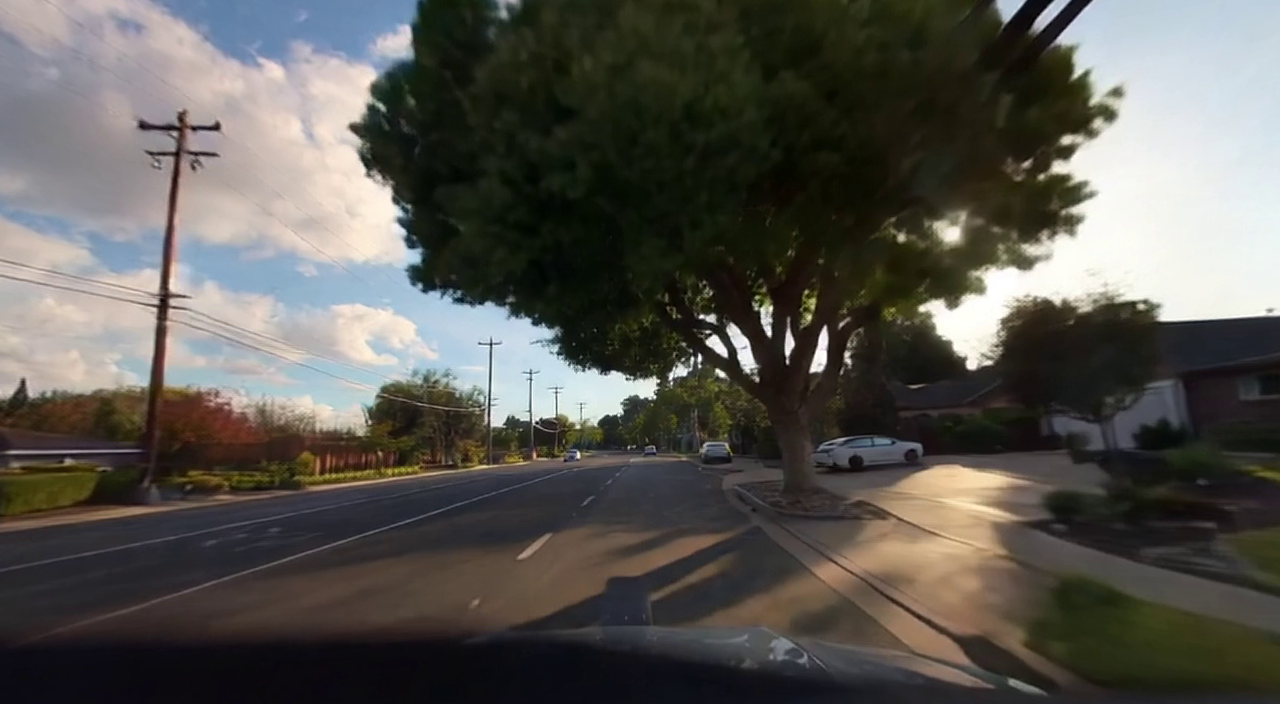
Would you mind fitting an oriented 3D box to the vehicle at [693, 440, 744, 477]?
[{"bbox_3d":[4.294,5.926,35.365,2.228,1.885,4.854,0,-9,0],"label":"vehicle"}]

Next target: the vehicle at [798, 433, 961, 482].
[{"bbox_3d":[7.970,3.556,21.294,4.719,1.556,1.869,0,-9,1],"label":"vehicle"}]
